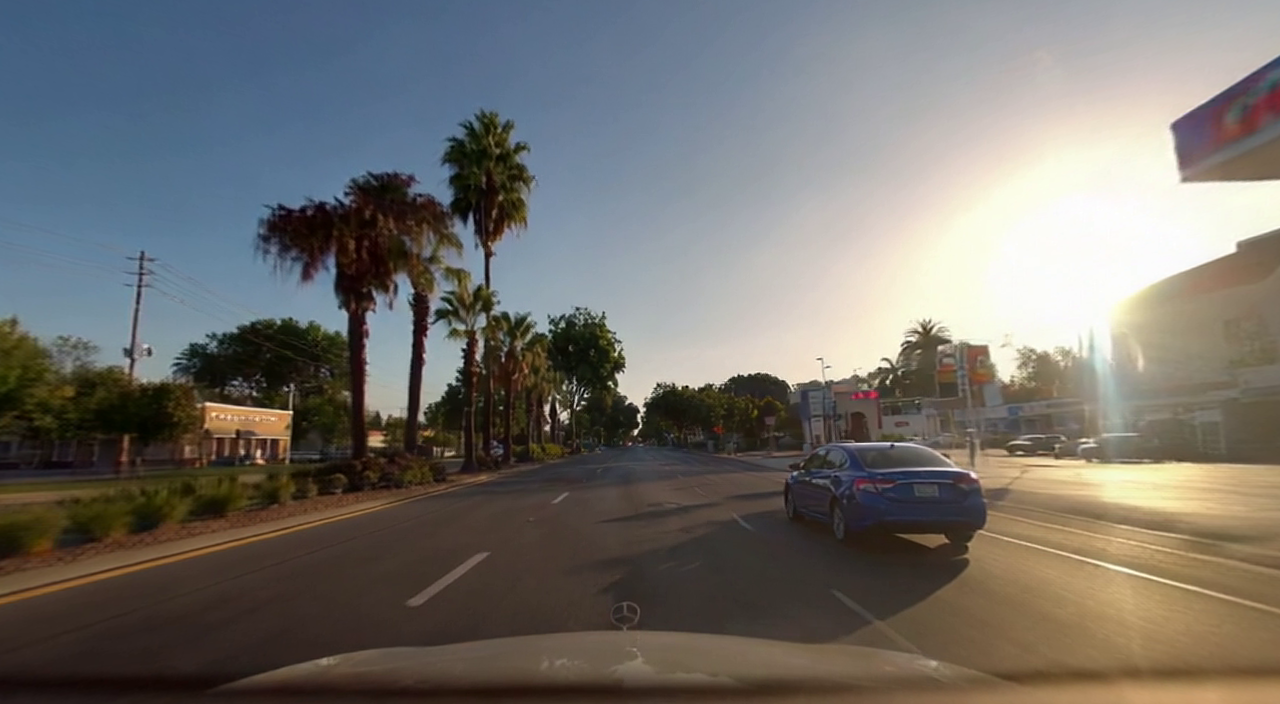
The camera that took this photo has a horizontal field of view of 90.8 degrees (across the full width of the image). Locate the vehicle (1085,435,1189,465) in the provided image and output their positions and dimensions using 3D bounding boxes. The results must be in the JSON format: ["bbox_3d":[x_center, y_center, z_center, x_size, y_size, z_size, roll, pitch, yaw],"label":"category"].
[{"bbox_3d":[28.527,5.627,36.377,4.280,1.637,2.009,0,-9,-2],"label":"vehicle"}]

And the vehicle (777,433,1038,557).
[{"bbox_3d":[3.624,1.989,9.615,1.978,1.442,4.262,0,-8,-2],"label":"vehicle"}]

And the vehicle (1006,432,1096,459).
[{"bbox_3d":[32.329,7.379,49.809,5.339,1.812,2.175,-3,-9,3],"label":"vehicle"}]
